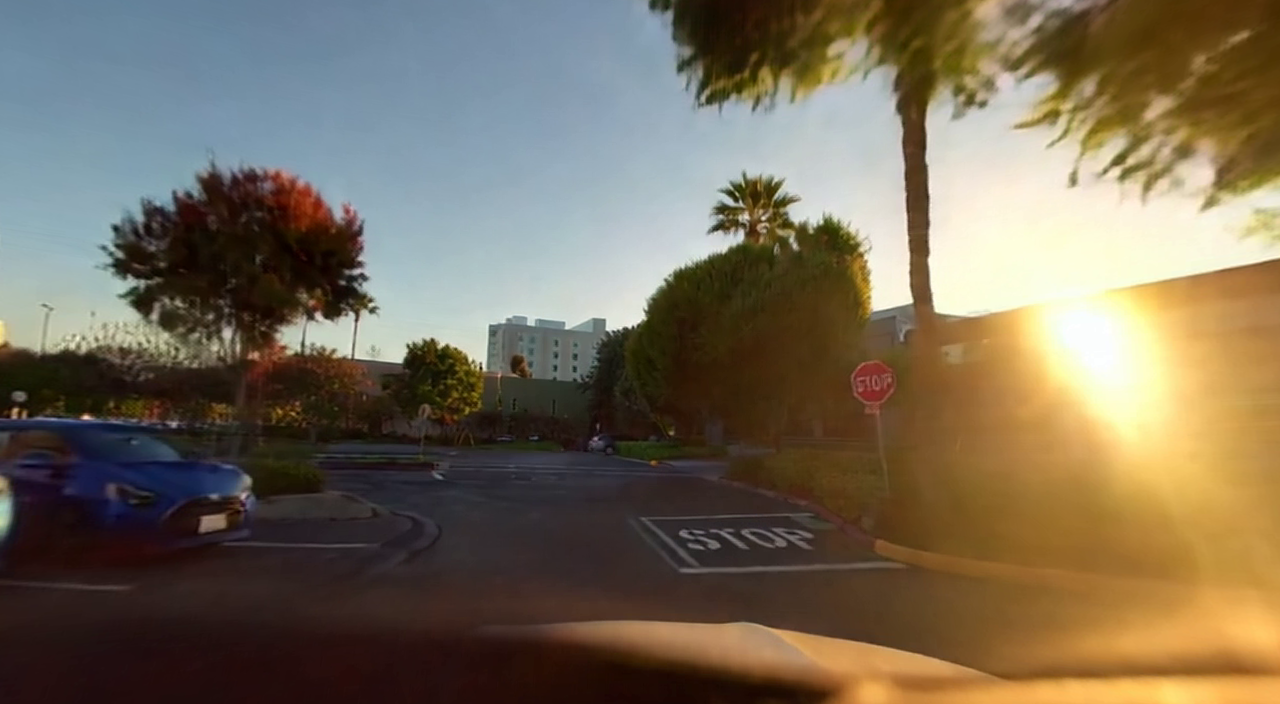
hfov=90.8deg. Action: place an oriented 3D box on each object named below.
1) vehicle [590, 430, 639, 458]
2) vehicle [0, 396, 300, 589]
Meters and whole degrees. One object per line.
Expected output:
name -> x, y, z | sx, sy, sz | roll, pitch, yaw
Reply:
vehicle -> -1.690, 5.933, 40.667 | 2.071, 1.700, 4.367 | 3, -9, -18
vehicle -> -6.516, 1.413, 6.920 | 4.615, 1.642, 1.978 | -2, -9, 12
